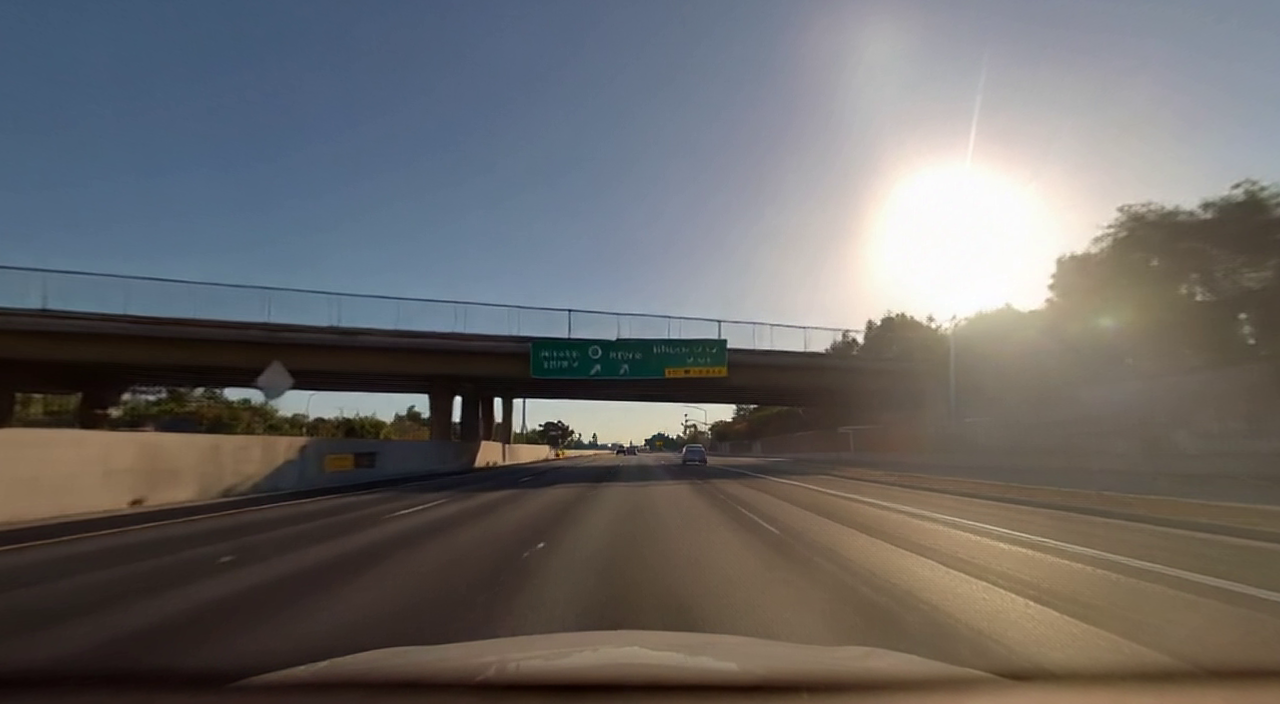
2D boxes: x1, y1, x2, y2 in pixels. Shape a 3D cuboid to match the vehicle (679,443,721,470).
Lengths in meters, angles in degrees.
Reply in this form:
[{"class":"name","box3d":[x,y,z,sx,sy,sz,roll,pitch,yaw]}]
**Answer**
[{"class":"vehicle","box3d":[3.532,6.249,37.700,2.033,1.501,4.398,0,-9,-1]}]
